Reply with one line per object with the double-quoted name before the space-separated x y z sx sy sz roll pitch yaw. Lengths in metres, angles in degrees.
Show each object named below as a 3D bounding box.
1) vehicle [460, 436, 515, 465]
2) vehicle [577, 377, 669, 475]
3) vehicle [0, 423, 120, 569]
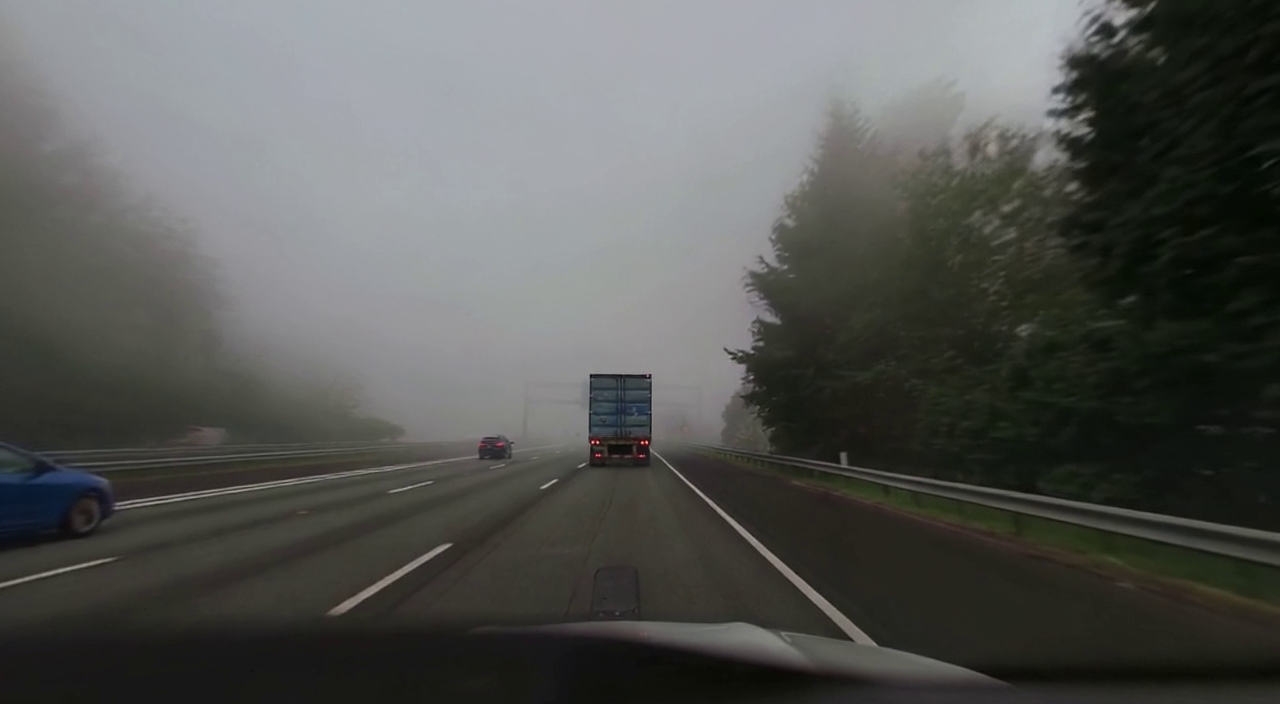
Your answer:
"vehicle" -8.085 5.229 33.736 1.949 1.437 4.296 0 -8 -1
"vehicle" -0.733 3.455 28.314 3.033 3.223 14.836 1 -8 -1
"vehicle" -7.474 1.413 5.990 1.856 1.479 3.710 0 -8 -1
